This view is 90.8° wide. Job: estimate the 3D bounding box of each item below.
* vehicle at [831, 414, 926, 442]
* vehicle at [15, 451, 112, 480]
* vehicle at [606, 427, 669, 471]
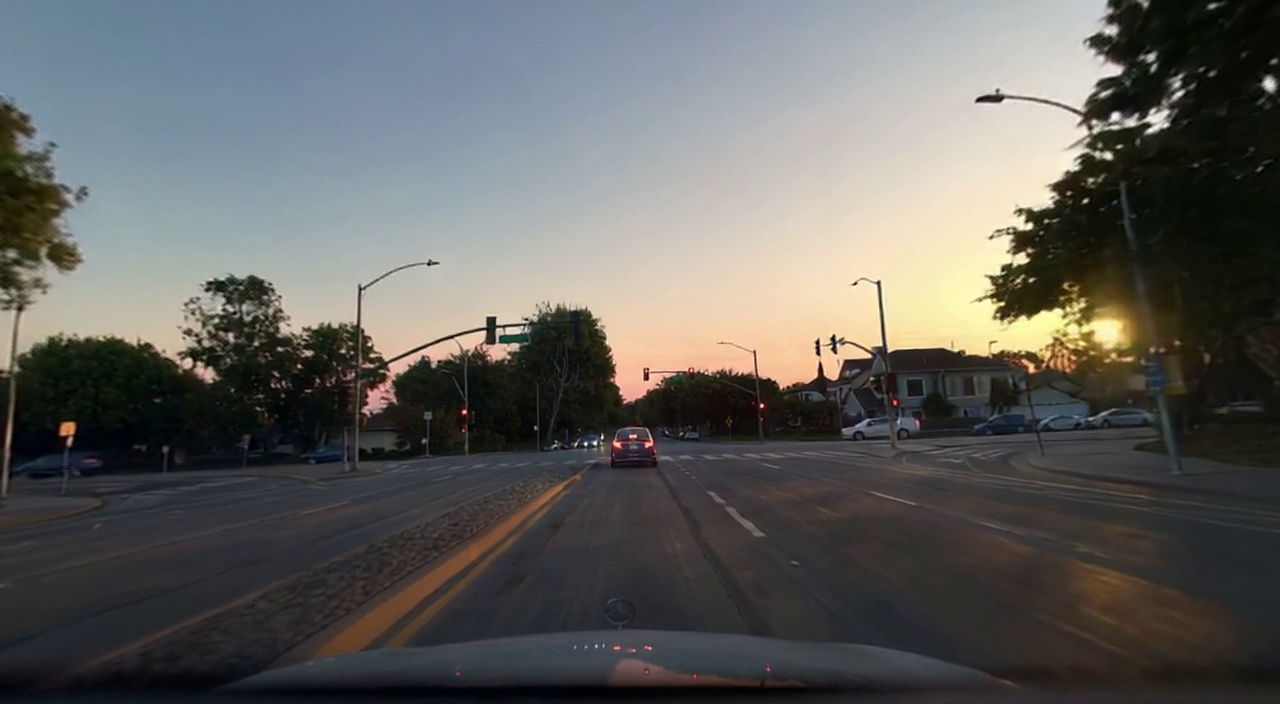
[{"bbox_3d":[17.986,5.789,47.946,6.025,2.000,2.876,1,-6,-2],"label":"vehicle"},{"bbox_3d":[-42.971,8.425,47.204,4.904,2.000,2.321,0,-7,-1],"label":"vehicle"},{"bbox_3d":[-0.016,3.836,25.388,2.074,1.570,3.647,0,-7,7],"label":"vehicle"}]
